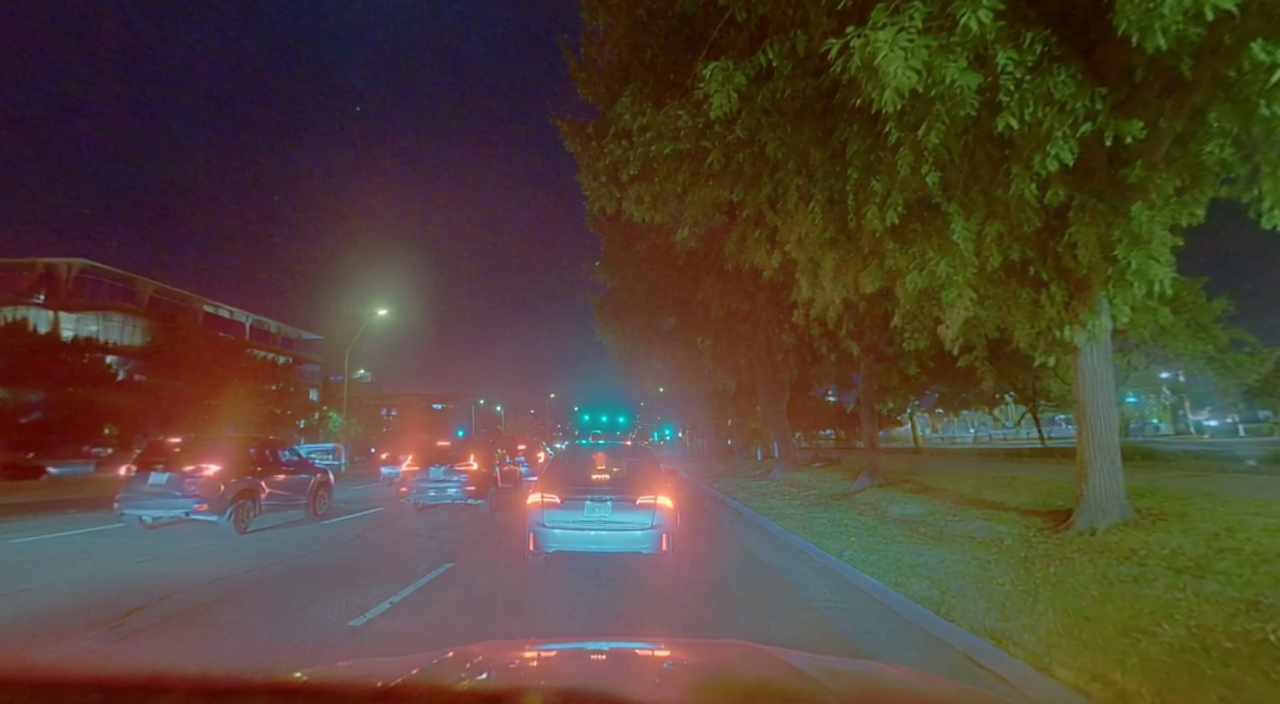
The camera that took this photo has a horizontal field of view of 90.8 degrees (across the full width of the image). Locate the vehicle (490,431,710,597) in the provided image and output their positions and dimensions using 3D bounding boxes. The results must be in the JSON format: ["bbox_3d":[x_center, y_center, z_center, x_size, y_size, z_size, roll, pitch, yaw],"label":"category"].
[{"bbox_3d":[-0.384,1.828,7.999,2.066,1.544,3.954,0,-9,0],"label":"vehicle"}]

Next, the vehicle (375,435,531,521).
[{"bbox_3d":[-3.774,2.609,13.697,1.913,1.521,4.539,0,-9,1],"label":"vehicle"}]

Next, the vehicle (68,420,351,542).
[{"bbox_3d":[-7.347,2.225,11.501,2.068,1.784,4.224,0,-9,1],"label":"vehicle"}]
